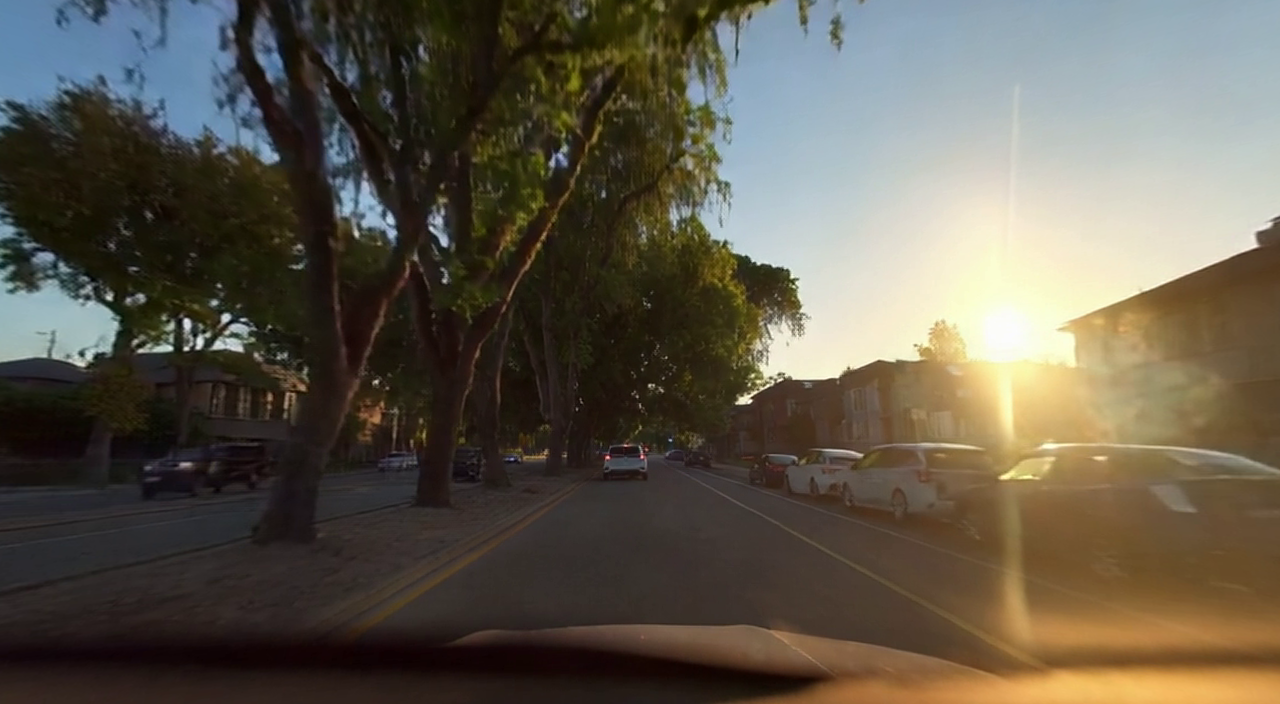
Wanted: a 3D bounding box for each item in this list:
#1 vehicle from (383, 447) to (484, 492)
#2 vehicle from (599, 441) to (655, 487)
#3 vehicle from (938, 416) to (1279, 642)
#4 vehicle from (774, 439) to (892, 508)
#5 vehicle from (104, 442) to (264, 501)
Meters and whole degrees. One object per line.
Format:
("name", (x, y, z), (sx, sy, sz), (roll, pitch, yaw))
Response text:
("vehicle", (-7.473, 4.275, 23.482), (2.105, 1.474, 4.808), (0, -8, 1))
("vehicle", (-0.496, 4.446, 25.446), (2.070, 1.698, 3.925), (0, -8, 0))
("vehicle", (5.574, 1.719, 7.254), (1.996, 1.738, 4.496), (0, -9, -1))
("vehicle", (5.528, 3.525, 18.892), (1.943, 1.778, 4.778), (0, -9, -1))
("vehicle", (-15.802, 4.125, 22.315), (2.038, 1.813, 4.764), (0, -9, 0))
